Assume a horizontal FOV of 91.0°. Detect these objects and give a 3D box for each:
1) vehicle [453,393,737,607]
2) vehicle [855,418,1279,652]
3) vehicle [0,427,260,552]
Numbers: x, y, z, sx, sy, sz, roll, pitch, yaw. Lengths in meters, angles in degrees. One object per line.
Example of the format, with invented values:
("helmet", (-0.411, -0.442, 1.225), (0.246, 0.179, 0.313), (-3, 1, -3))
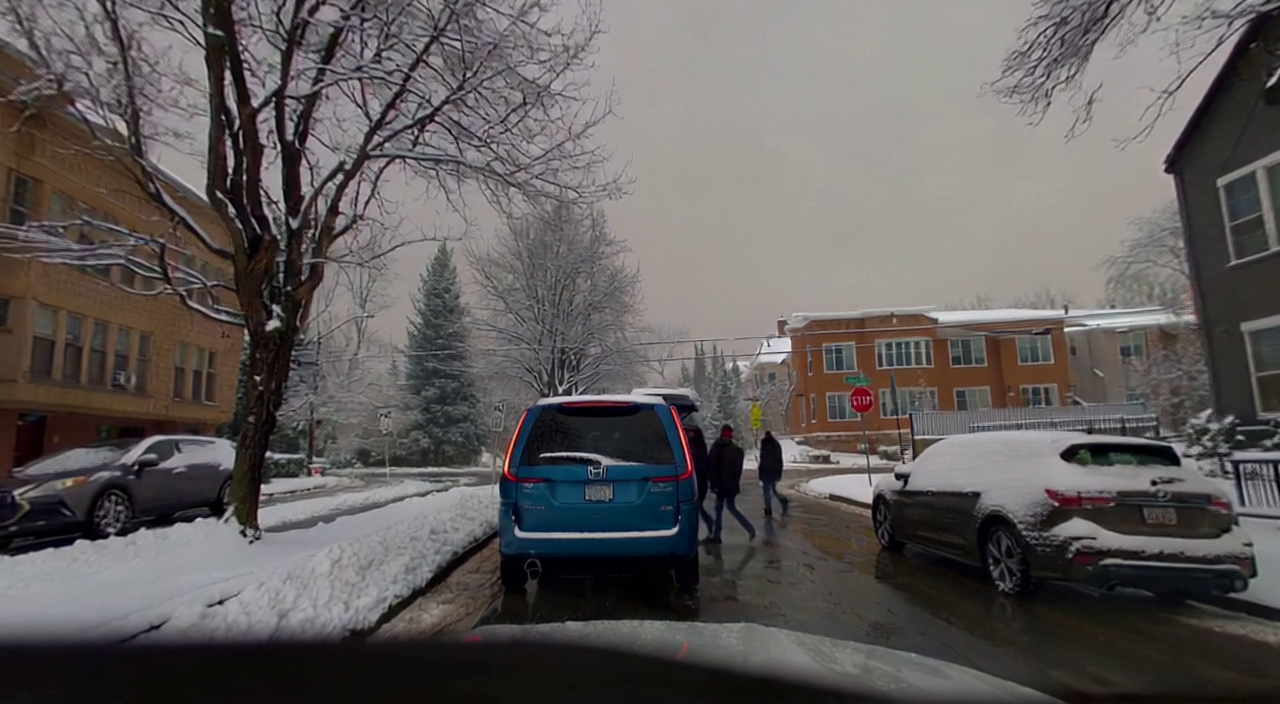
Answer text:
("vehicle", (-0.385, 1.594, 7.697), (2.377, 1.787, 4.652), (0, -9, 0))
("vehicle", (4.220, 1.685, 6.912), (1.959, 1.581, 4.731), (4, -9, -2))
("vehicle", (-8.291, 2.026, 10.059), (1.825, 1.532, 4.083), (-3, -7, 1))
